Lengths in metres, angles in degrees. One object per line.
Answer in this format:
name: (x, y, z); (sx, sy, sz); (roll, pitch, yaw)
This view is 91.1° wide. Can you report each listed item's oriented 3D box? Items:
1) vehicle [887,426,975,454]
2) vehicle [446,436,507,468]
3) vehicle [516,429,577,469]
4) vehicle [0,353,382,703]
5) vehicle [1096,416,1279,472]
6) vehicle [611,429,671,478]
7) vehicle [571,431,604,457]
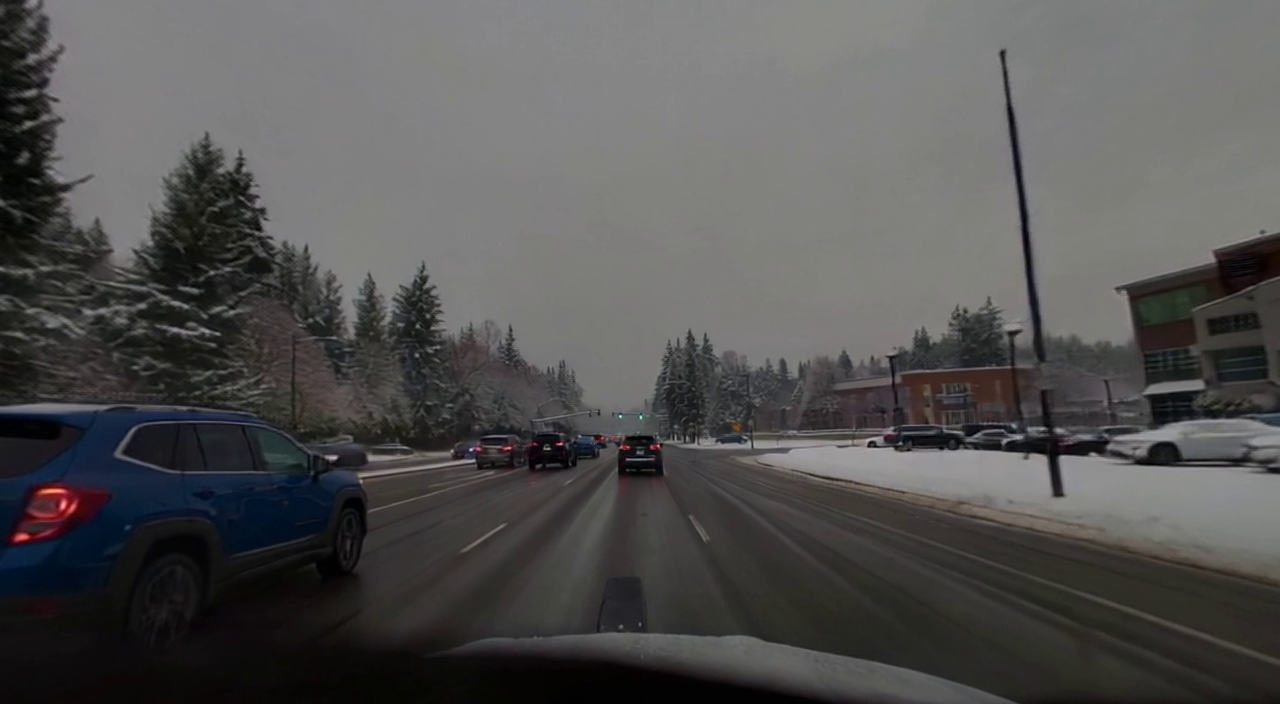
vehicle: (17.503, 5.318, 37.894); (4.329, 1.656, 1.873); (0, -8, 1)
vehicle: (-8.121, 4.996, 31.600); (1.926, 1.463, 4.450); (0, -8, -1)
vehicle: (-4.255, 4.516, 29.244); (2.113, 1.713, 4.422); (0, -8, 0)
vehicle: (-3.802, 1.104, 4.533); (2.070, 1.641, 4.152); (0, -8, 0)
vehicle: (17.228, 2.882, 19.748); (4.290, 1.664, 1.893); (0, -8, -3)
vehicle: (0.033, 3.724, 23.283); (2.042, 1.641, 4.187); (0, -8, 0)
vehicle: (-3.806, 6.762, 46.132); (2.047, 1.810, 4.414); (0, -8, 0)
